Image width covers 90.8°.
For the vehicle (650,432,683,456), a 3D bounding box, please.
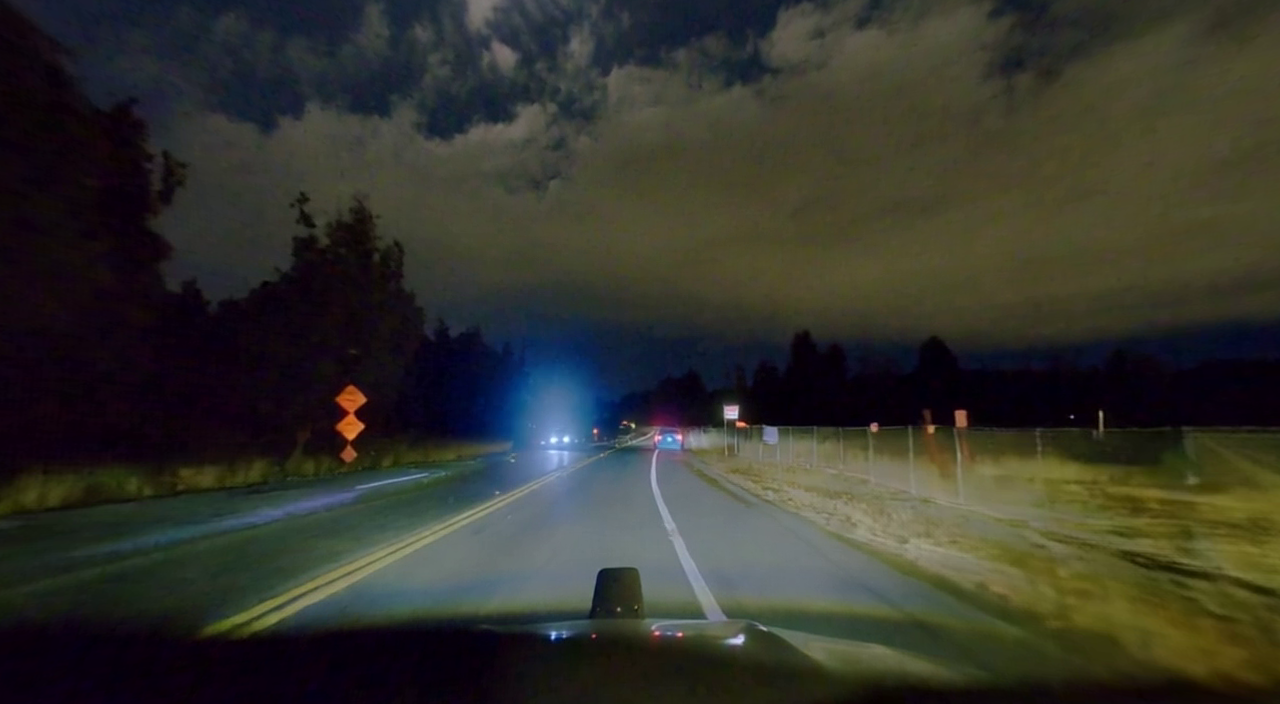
[{"bbox_3d":[1.785,6.226,42.665,2.172,1.486,3.581,0,-9,2],"label":"vehicle"}]
